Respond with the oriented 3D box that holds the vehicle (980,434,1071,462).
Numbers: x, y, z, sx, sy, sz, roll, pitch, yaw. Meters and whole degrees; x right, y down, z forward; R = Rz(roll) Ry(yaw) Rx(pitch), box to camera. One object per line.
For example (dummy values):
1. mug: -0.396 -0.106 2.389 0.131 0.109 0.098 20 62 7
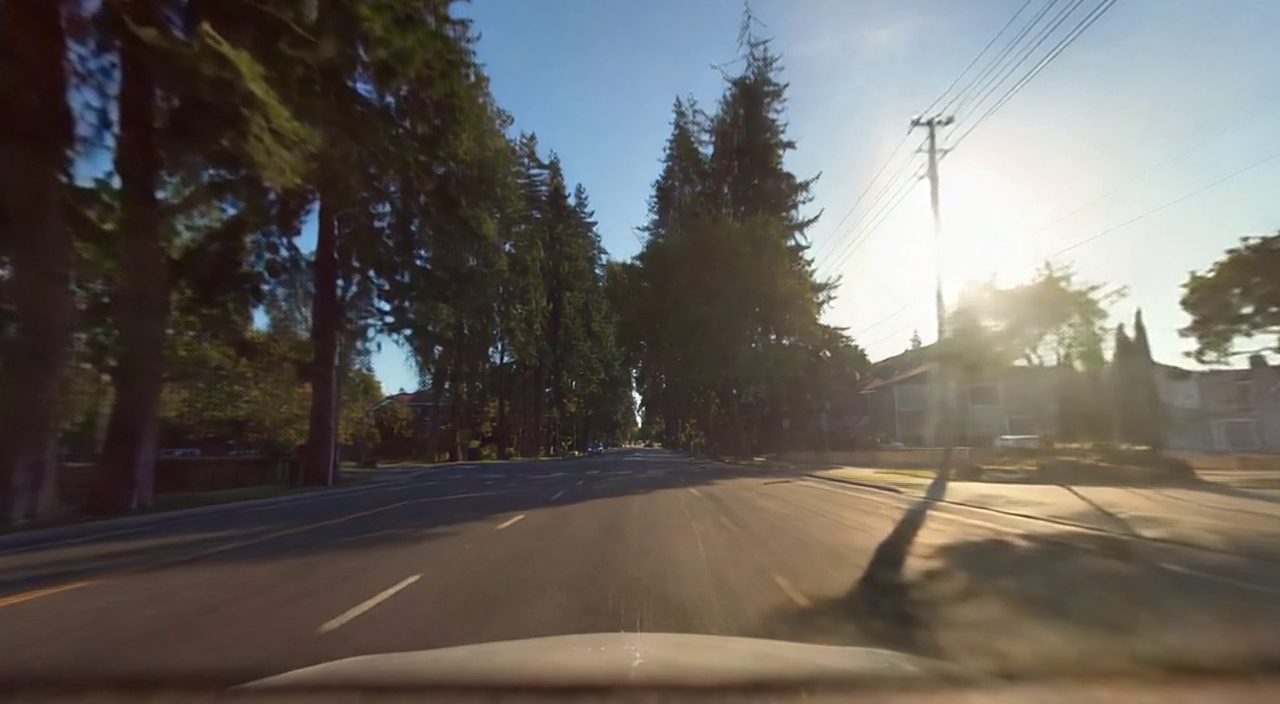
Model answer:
1. vehicle: 24.515 6.139 40.202 4.508 1.687 2.070 -2 -9 17
